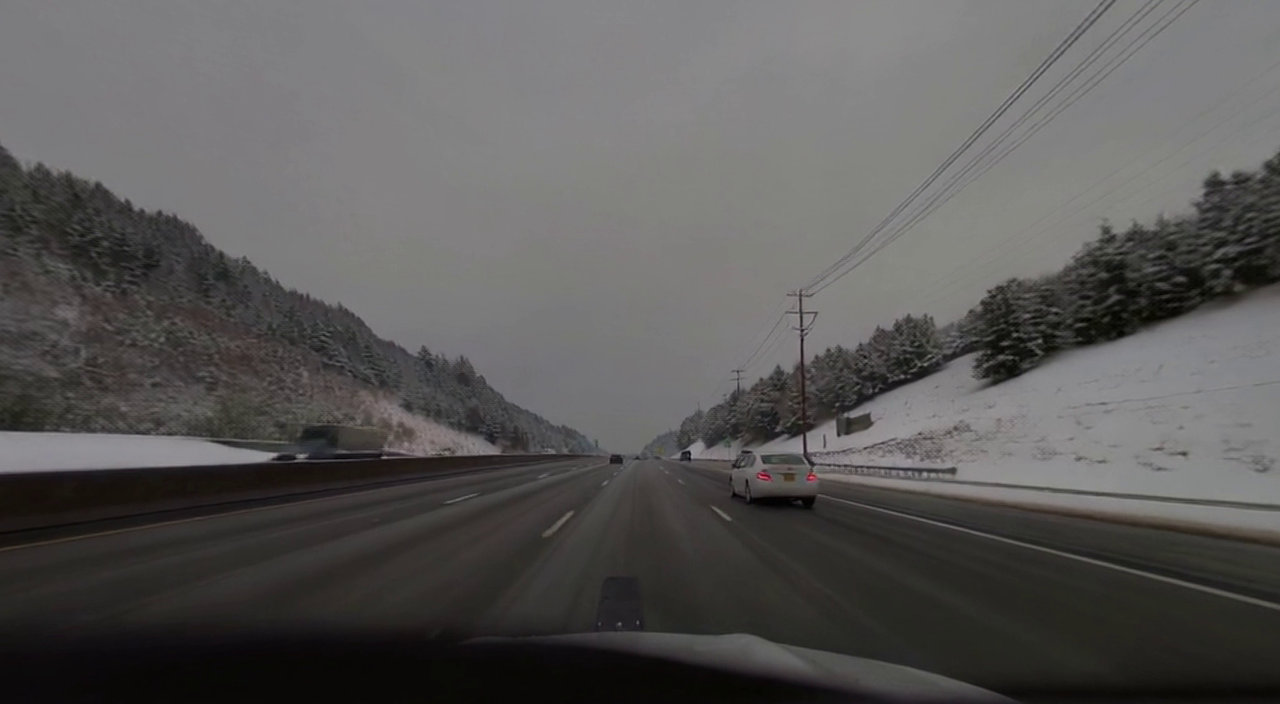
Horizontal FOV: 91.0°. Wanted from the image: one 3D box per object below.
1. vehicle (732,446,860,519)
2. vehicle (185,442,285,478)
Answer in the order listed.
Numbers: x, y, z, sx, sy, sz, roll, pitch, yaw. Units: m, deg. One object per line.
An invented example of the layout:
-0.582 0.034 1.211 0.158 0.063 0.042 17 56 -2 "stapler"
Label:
3.680 3.149 15.816 2.086 1.542 4.355 0 -9 0 "vehicle"
-17.919 4.776 28.135 1.749 1.471 4.110 0 -9 -1 "vehicle"
